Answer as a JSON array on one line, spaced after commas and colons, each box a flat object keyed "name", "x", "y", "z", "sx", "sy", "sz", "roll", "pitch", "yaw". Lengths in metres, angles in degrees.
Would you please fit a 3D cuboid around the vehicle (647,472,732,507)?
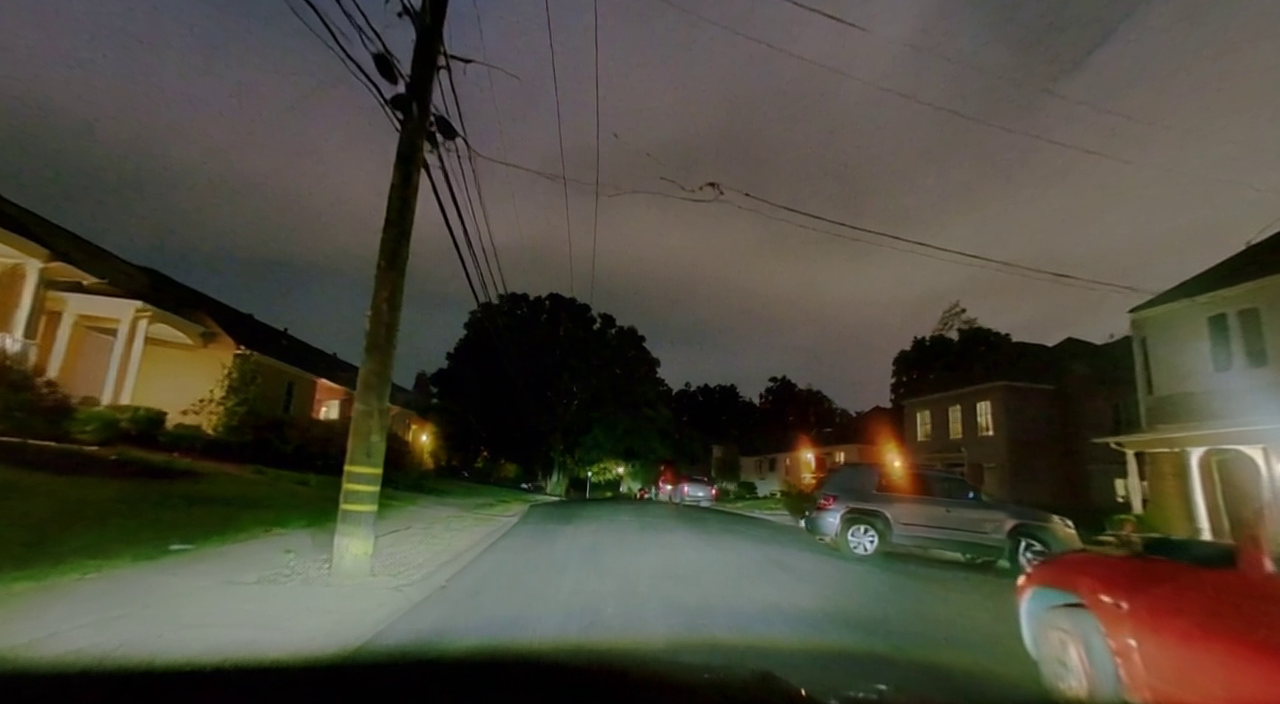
[{"name": "vehicle", "x": 2.721, "y": 7.663, "z": 35.263, "sx": 4.413, "sy": 1.728, "sz": 1.869, "roll": 1, "pitch": -9, "yaw": -9}]

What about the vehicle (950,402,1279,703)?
[{"name": "vehicle", "x": 3.256, "y": 0.892, "z": 1.710, "sx": 2.133, "sy": 1.566, "sz": 4.737, "roll": 0, "pitch": -9, "yaw": -5}]
